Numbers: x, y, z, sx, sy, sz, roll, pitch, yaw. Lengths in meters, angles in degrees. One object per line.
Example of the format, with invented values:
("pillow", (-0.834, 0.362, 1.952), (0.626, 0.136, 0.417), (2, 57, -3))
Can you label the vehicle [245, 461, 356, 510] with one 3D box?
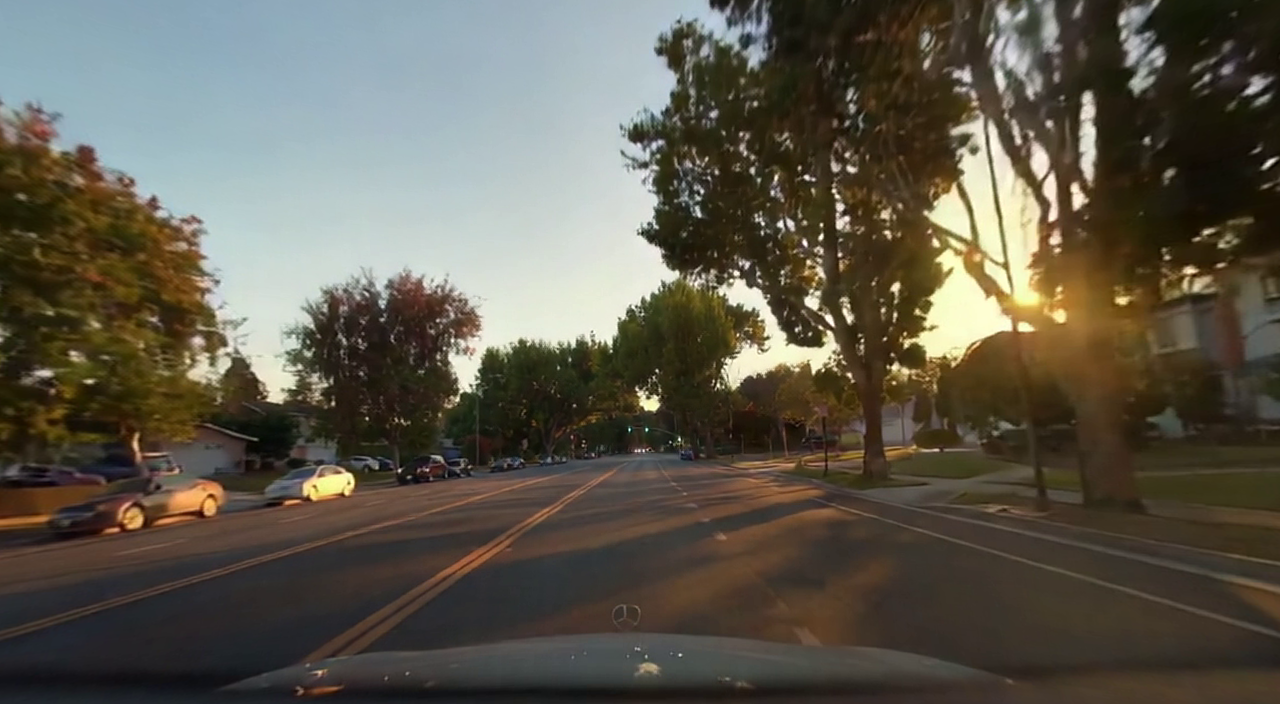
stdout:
("vehicle", (-12.768, 5.006, 24.115), (1.833, 1.464, 4.292), (-4, -8, 1))

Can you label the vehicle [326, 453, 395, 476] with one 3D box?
("vehicle", (-21.428, 8.636, 48.535), (4.284, 1.621, 1.938), (0, -9, 1))

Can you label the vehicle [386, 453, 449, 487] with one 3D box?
("vehicle", (-12.698, 6.718, 36.370), (1.882, 1.775, 4.904), (0, -9, 0))

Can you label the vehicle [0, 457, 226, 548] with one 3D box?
("vehicle", (-12.921, 3.599, 15.817), (2.086, 1.720, 4.499), (-3, -8, 0))

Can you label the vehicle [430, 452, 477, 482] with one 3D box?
("vehicle", (-12.400, 7.638, 42.165), (1.882, 1.727, 3.945), (-4, -8, 1))
